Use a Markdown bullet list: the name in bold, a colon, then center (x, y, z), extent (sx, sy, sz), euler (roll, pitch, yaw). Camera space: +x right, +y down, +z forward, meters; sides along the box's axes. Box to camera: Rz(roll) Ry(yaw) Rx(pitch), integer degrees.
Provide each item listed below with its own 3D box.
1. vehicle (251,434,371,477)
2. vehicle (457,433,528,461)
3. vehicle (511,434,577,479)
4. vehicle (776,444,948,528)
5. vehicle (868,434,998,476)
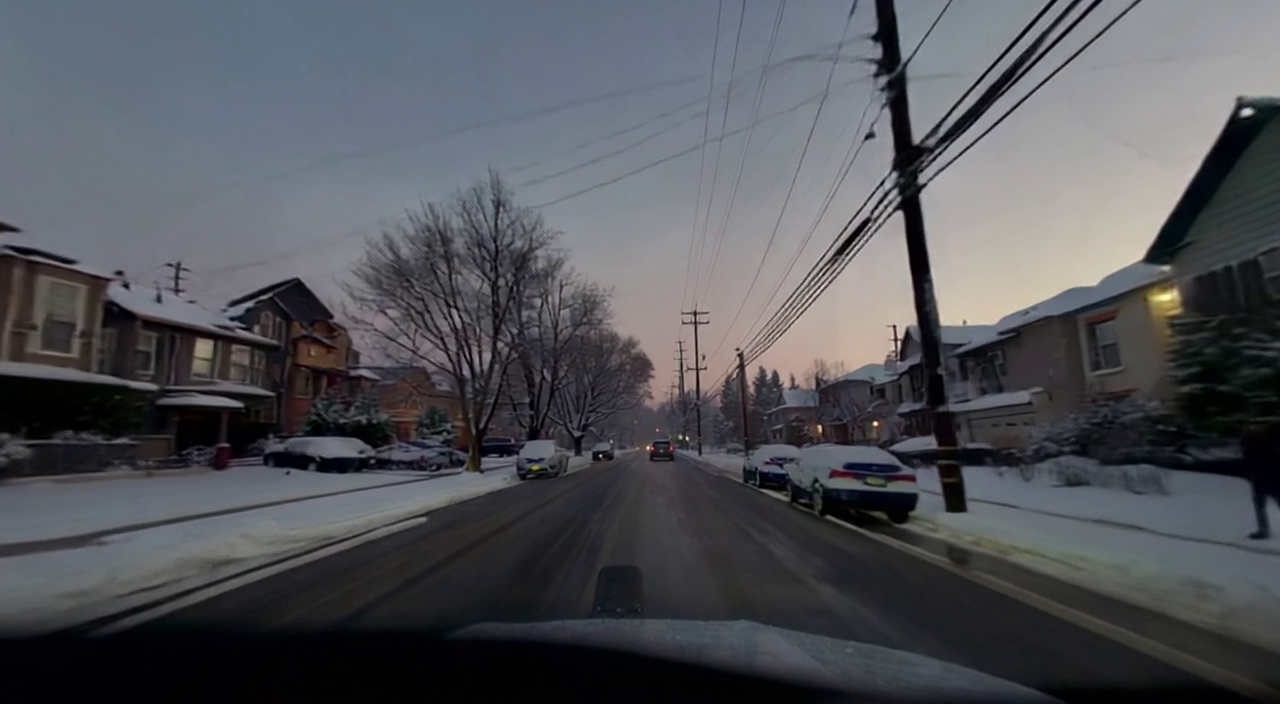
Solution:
- **vehicle**: center (-13.938, 4.355, 26.717), extent (4.702, 1.675, 1.984), euler (-4, -9, 26)
- **vehicle**: center (-11.433, 7.416, 49.264), extent (4.962, 1.866, 2.075), euler (3, -9, -1)
- **vehicle**: center (-4.271, 4.709, 28.945), extent (2.164, 1.810, 5.044), euler (1, -8, 1)
- **vehicle**: center (4.416, 2.700, 13.420), extent (2.031, 1.471, 4.328), euler (0, -9, -1)
- **vehicle**: center (12.540, 4.446, 27.306), extent (4.583, 1.709, 1.977), euler (-1, -9, 5)
